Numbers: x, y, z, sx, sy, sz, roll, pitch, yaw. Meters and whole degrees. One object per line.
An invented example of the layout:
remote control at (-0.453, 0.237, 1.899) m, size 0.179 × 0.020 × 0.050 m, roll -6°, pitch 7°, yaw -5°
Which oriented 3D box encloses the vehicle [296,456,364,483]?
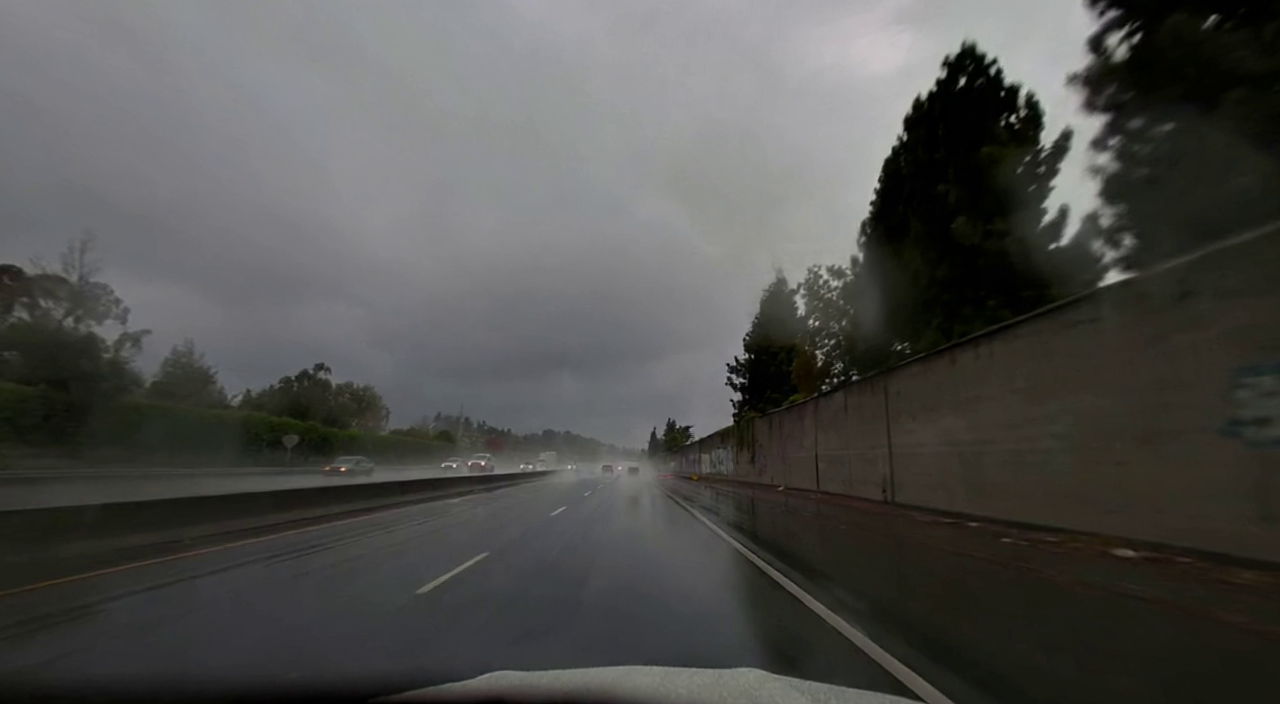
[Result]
vehicle at (-18.180, 6.929, 37.175) m, size 1.783 × 1.458 × 4.435 m, roll 1°, pitch -10°, yaw 0°
